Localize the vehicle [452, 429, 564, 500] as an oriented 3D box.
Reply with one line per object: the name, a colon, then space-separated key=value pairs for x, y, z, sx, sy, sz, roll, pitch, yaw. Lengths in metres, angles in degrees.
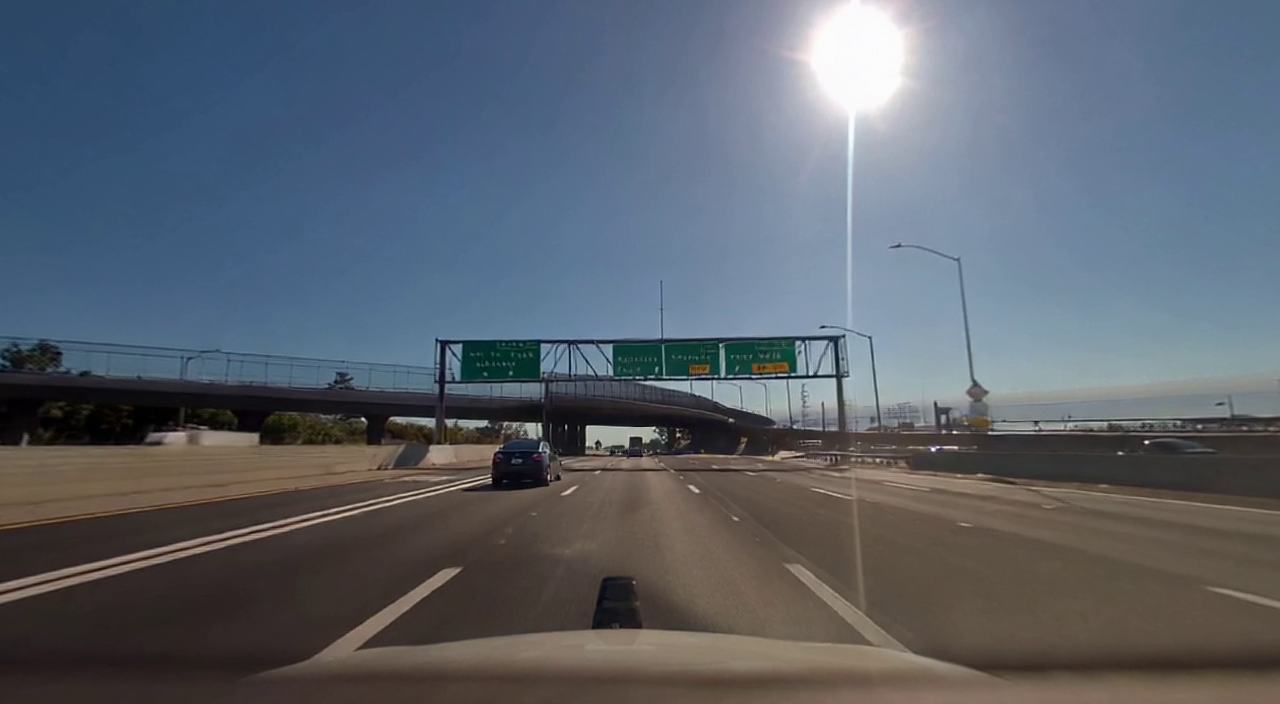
vehicle: x=-3.457 y=3.038 z=17.537 sx=2.178 sy=1.699 sz=4.321 roll=0 pitch=-8 yaw=0
